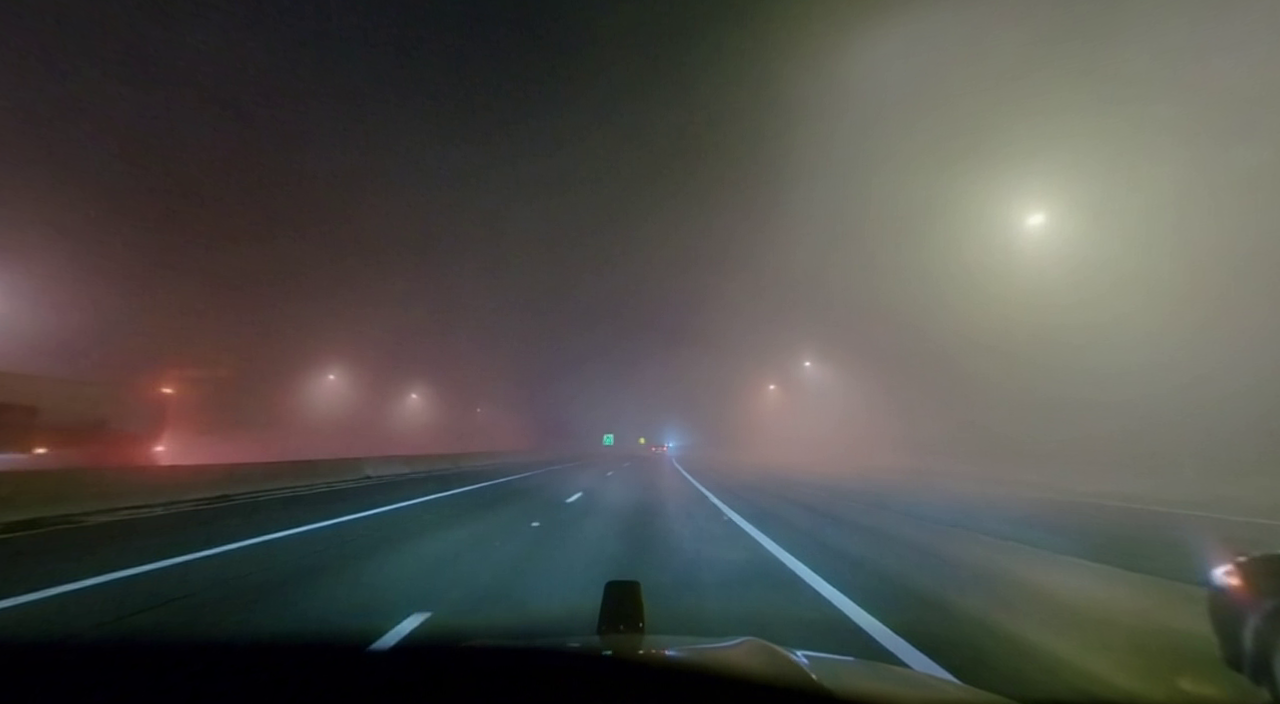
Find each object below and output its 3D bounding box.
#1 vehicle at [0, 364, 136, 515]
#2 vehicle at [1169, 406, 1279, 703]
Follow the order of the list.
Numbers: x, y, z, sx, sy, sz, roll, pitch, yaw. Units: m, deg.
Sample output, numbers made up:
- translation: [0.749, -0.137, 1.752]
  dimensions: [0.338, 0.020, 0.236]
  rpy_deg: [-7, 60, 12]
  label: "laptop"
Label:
- translation: [-14.133, 1.624, 11.493]
  dimensions: [2.843, 2.970, 8.404]
  rpy_deg: [-2, -9, 1]
  label: "vehicle"
- translation: [3.681, 0.705, 0.794]
  dimensions: [1.999, 1.492, 4.673]
  rpy_deg: [0, -8, 1]
  label: "vehicle"
